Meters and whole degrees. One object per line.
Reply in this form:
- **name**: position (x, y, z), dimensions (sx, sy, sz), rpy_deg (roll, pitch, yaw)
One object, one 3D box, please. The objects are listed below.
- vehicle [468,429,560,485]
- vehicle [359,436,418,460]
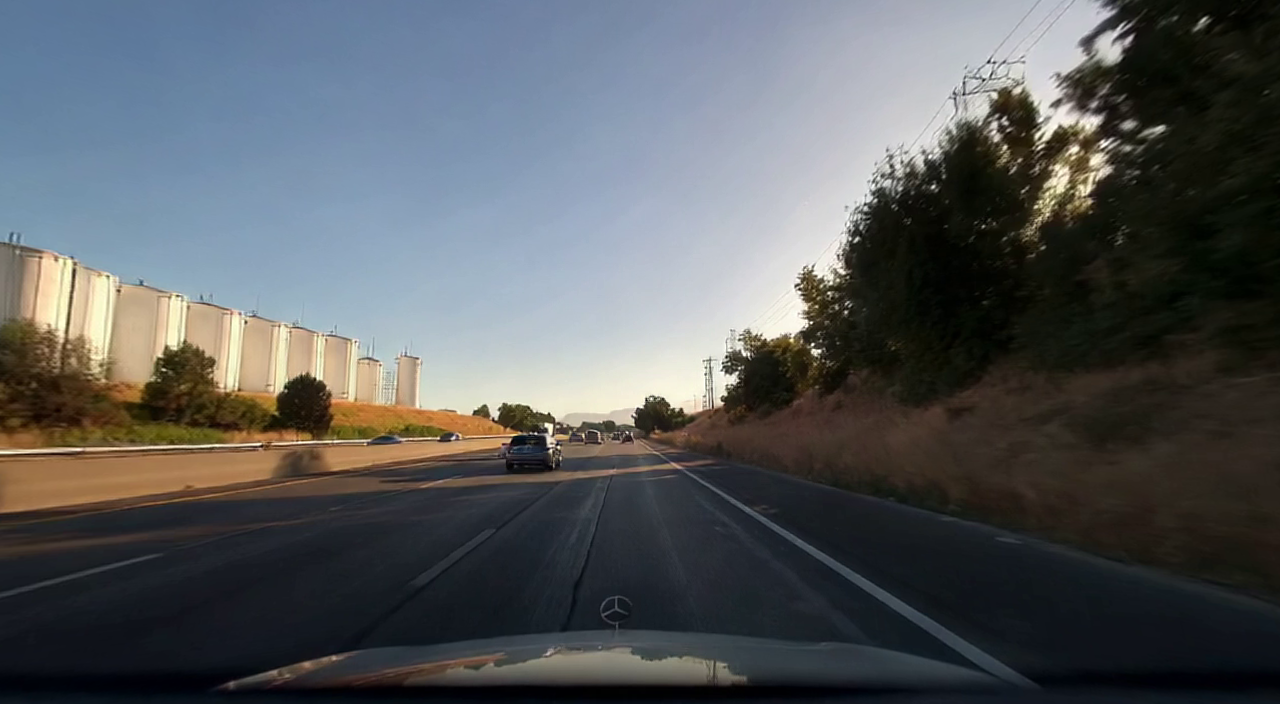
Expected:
- **vehicle**: position (-3.606, 3.060, 18.763), dimensions (1.952, 1.462, 3.969), rpy_deg (0, -8, 0)
- **vehicle**: position (-15.955, 6.082, 40.215), dimensions (1.888, 1.445, 4.482), rpy_deg (0, -8, 0)
